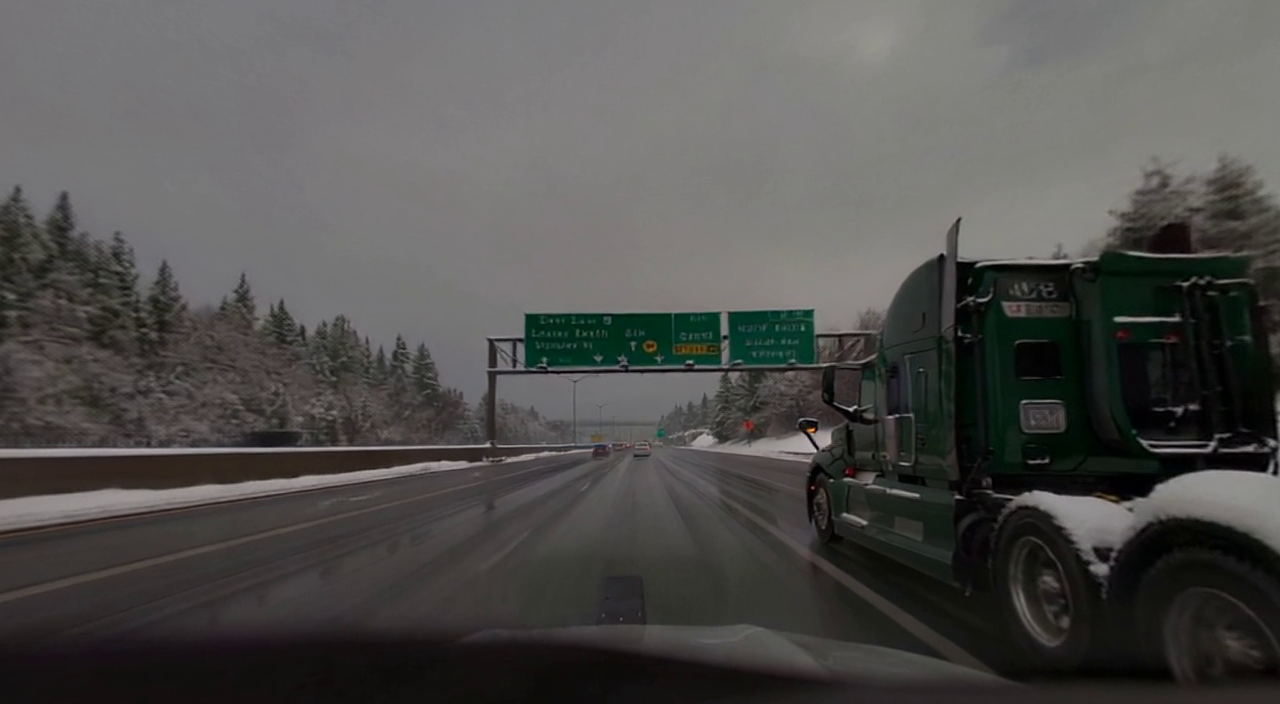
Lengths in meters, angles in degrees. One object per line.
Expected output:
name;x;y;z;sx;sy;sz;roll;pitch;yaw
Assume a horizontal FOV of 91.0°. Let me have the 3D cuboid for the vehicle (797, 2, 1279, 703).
vehicle;4.074;0.407;7.104;3.042;4.037;7.253;0;-9;3
